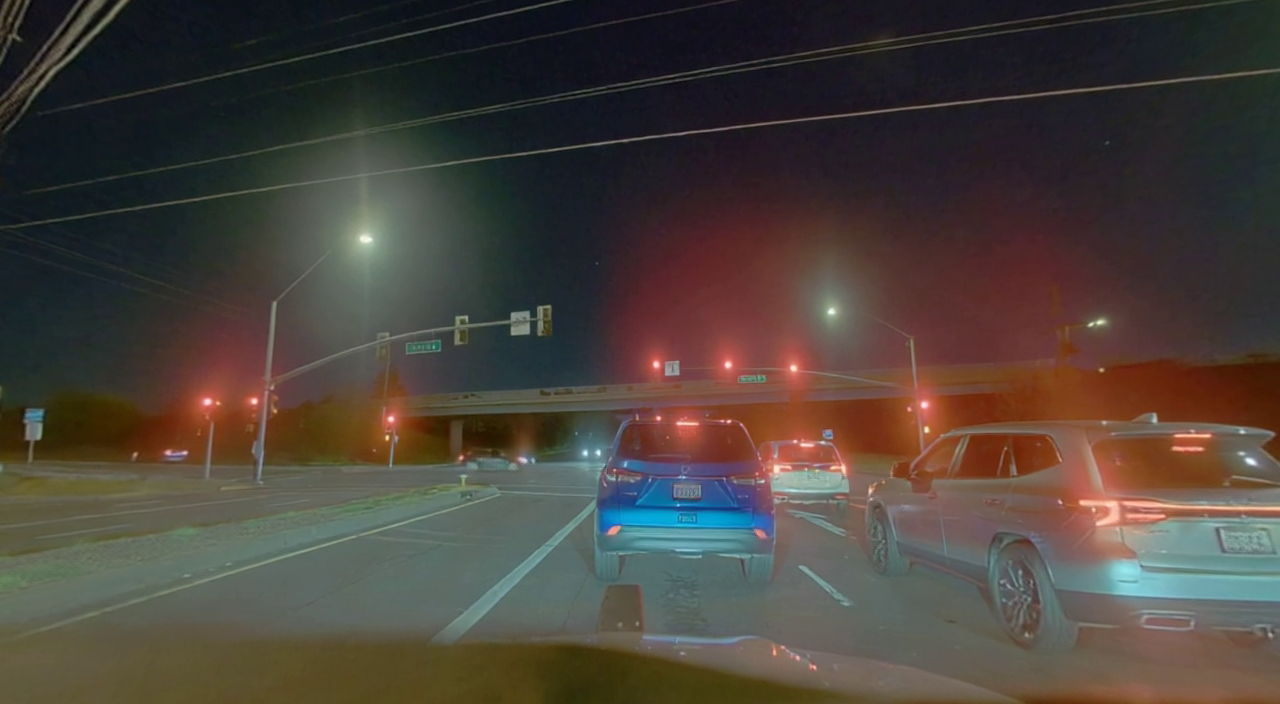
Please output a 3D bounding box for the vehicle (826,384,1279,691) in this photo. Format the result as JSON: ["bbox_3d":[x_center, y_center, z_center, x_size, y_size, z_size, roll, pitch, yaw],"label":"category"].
[{"bbox_3d":[3.401,1.338,5.786,1.990,1.649,4.625,0,-8,0],"label":"vehicle"}]

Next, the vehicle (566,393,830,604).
[{"bbox_3d":[0.440,1.562,7.618,2.240,1.778,4.335,0,-8,-2],"label":"vehicle"}]

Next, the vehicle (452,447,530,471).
[{"bbox_3d":[-9.287,6.691,39.659,4.411,1.466,1.998,0,-8,-2],"label":"vehicle"}]
